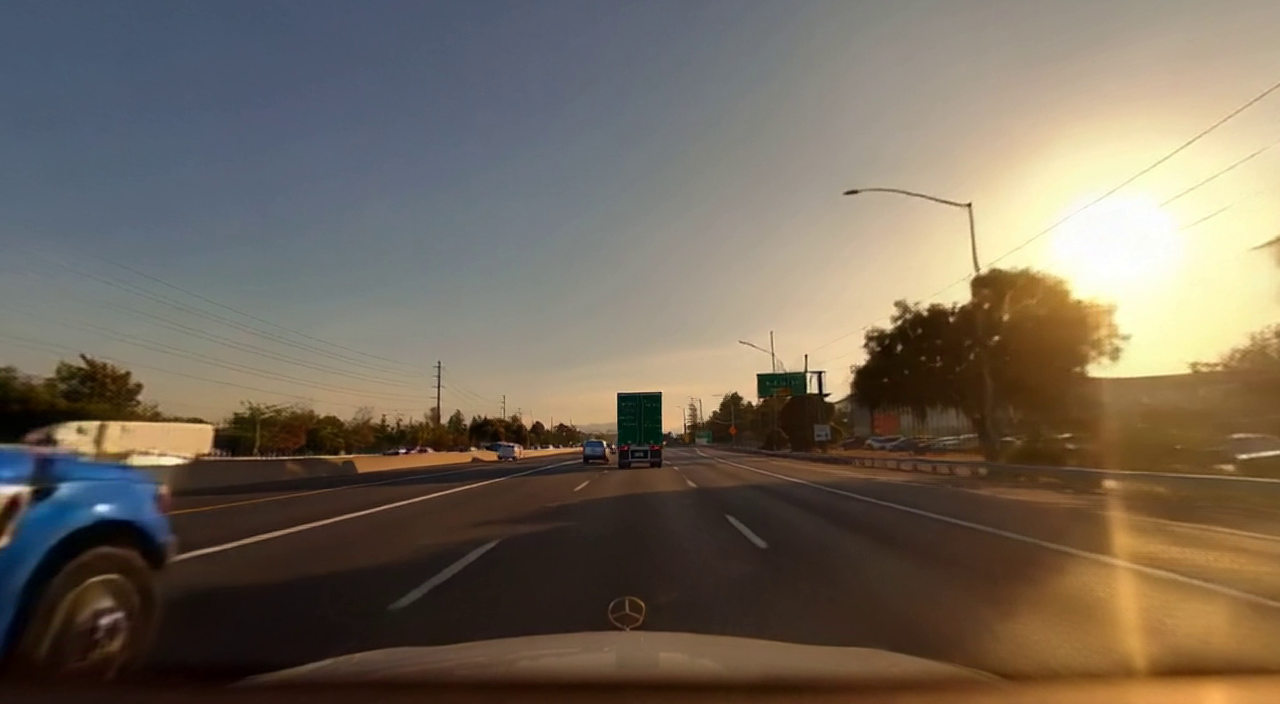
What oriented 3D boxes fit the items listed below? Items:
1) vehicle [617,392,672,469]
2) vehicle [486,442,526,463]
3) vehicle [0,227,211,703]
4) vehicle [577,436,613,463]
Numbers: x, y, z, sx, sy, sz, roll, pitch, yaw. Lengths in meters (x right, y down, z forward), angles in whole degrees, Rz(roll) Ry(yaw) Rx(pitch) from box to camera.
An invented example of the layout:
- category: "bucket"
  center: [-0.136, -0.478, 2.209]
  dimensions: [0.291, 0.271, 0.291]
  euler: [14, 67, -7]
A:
- category: "vehicle"
  center: [0.306, 5.103, 40.023]
  dimensions: [2.879, 4.085, 13.125]
  euler: [0, -8, 1]
- category: "vehicle"
  center: [-10.473, 7.873, 49.593]
  dimensions: [2.012, 1.509, 4.789]
  euler: [0, -8, 1]
- category: "vehicle"
  center: [-3.766, 0.298, 0.100]
  dimensions: [2.749, 2.141, 6.515]
  euler: [0, -8, 1]
- category: "vehicle"
  center: [-3.317, 7.270, 47.268]
  dimensions: [2.293, 1.923, 5.141]
  euler: [0, -8, 0]
